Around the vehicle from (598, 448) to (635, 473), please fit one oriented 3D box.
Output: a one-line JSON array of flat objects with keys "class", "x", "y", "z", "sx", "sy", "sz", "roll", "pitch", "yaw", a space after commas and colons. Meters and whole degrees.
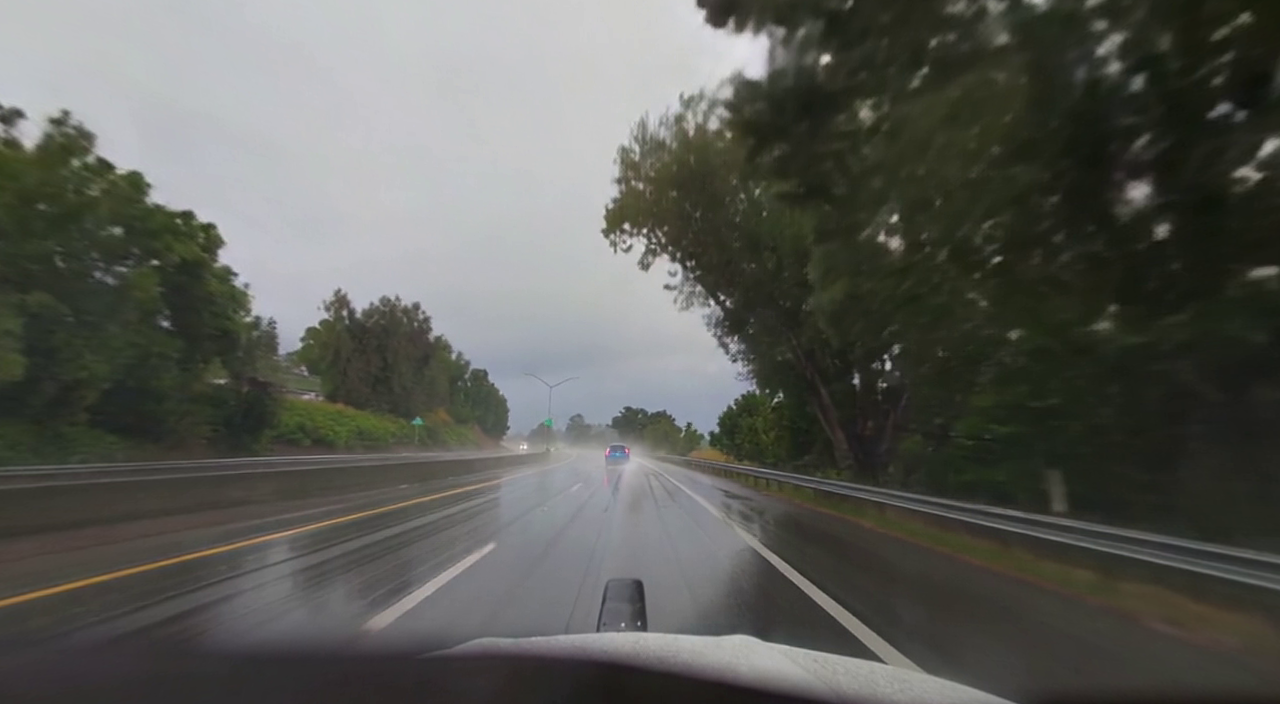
[{"class": "vehicle", "x": -1.380, "y": 6.543, "z": 38.309, "sx": 2.126, "sy": 1.411, "sz": 4.433, "roll": 0, "pitch": -9, "yaw": 0}]
